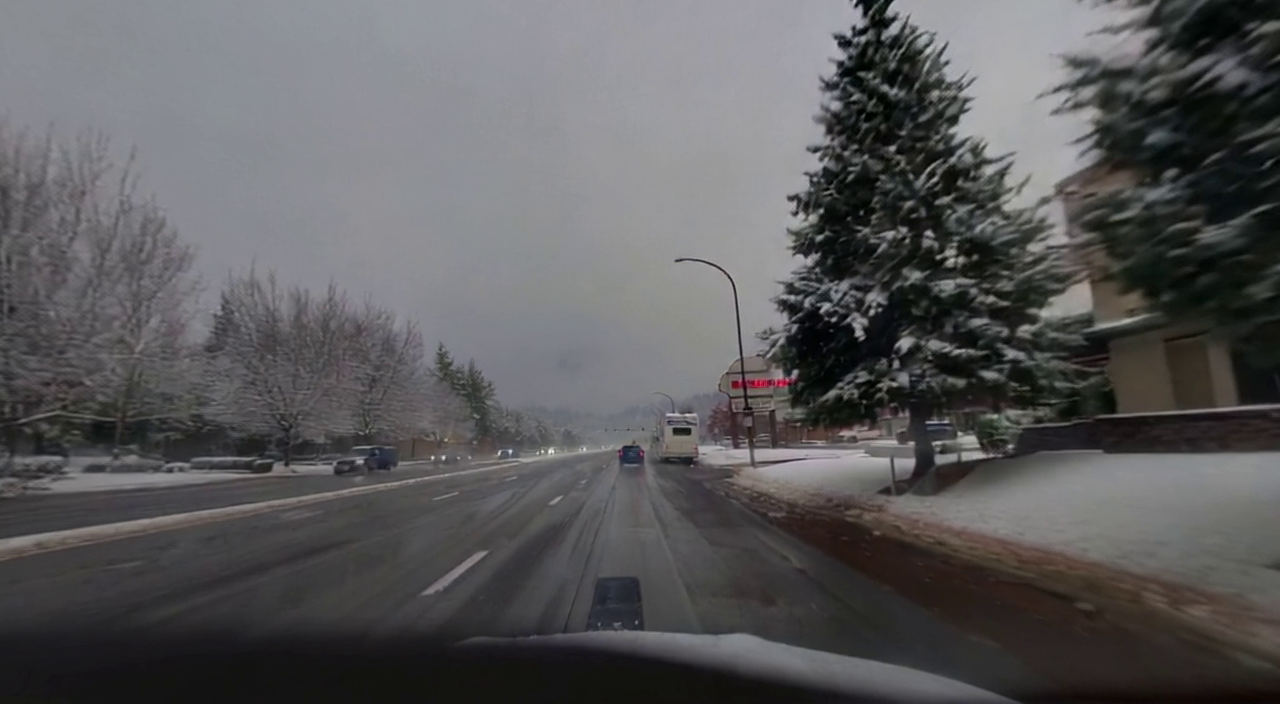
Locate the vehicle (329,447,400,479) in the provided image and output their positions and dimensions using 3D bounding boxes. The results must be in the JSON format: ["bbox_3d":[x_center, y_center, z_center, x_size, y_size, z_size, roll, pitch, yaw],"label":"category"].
[{"bbox_3d":[-15.532,6.272,35.920,2.041,1.685,4.571,0,-9,-1],"label":"vehicle"}]

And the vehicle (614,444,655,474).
[{"bbox_3d":[-0.391,5.858,34.642,2.103,1.506,4.742,0,-9,-2],"label":"vehicle"}]
